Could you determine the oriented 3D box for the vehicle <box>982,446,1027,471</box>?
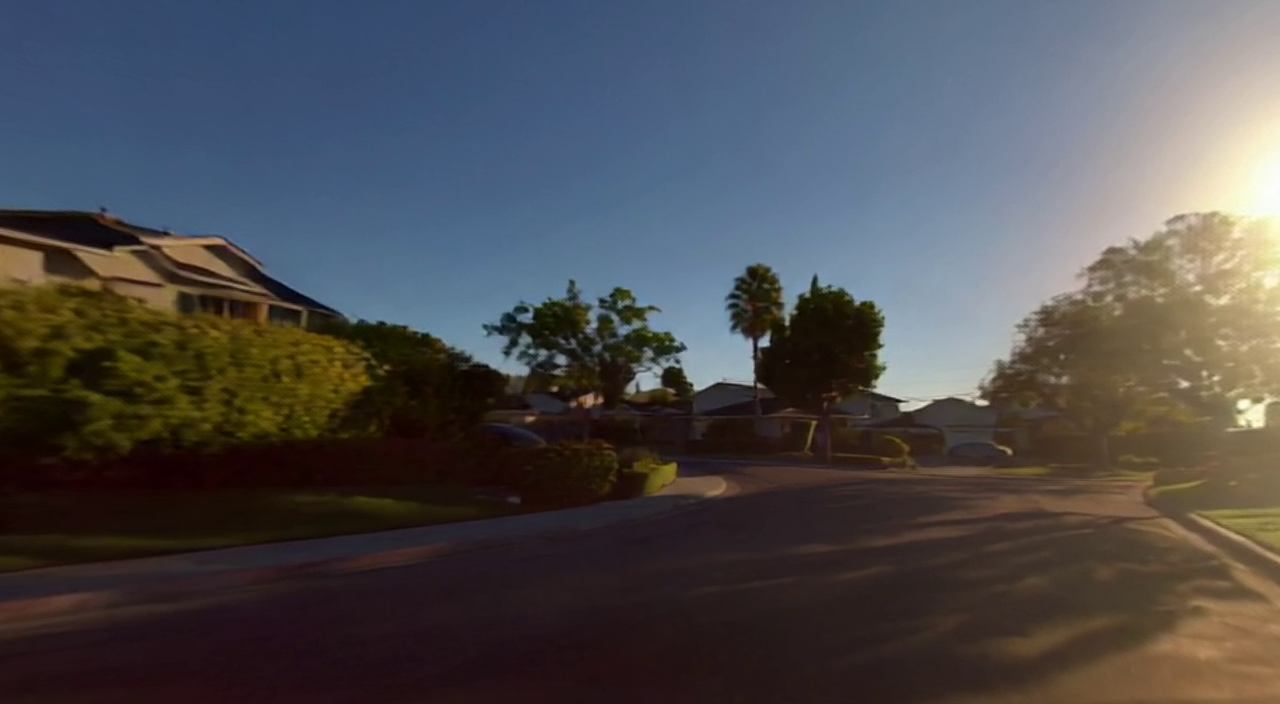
[{"bbox_3d":[28.156,8.197,48.619,2.058,1.749,4.560,-10,-13,40],"label":"vehicle"}]

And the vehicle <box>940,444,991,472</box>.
[{"bbox_3d":[22.268,7.209,43.026,2.180,1.752,4.700,-9,-12,36],"label":"vehicle"}]

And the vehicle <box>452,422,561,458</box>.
[{"bbox_3d":[-6.365,4.307,30.613,1.791,1.517,5.089,-10,-13,39],"label":"vehicle"}]
